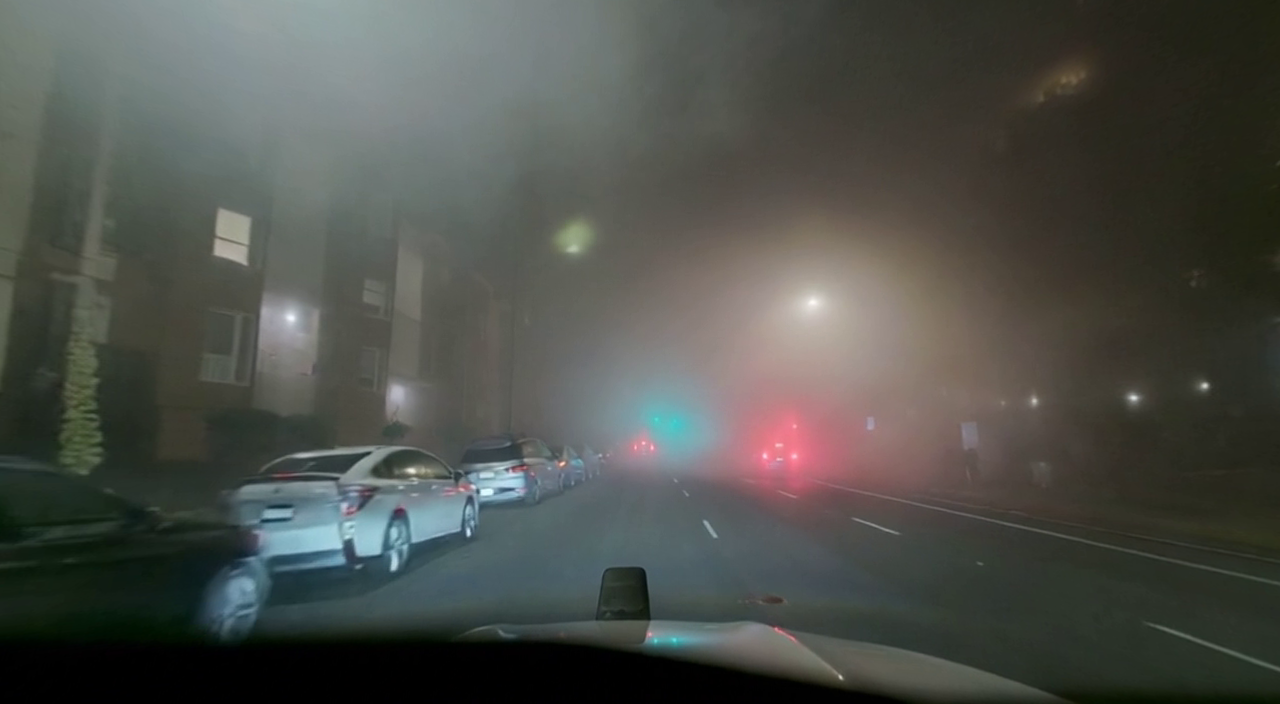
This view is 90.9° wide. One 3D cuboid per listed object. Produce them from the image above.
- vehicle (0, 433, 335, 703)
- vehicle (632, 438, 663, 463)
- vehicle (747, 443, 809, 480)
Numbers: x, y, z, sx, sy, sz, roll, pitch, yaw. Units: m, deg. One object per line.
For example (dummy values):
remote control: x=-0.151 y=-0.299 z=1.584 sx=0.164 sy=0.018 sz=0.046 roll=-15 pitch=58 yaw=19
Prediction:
vehicle: x=-3.200 y=1.001 z=2.339 sx=1.944 sy=1.382 sz=4.165 roll=0 pitch=-8 yaw=2
vehicle: x=0.585 y=6.945 z=44.654 sx=2.122 sy=1.689 sz=3.885 roll=0 pitch=-8 yaw=2
vehicle: x=5.751 y=4.601 z=26.703 sx=1.799 sy=1.463 sz=3.464 roll=0 pitch=-8 yaw=-1
